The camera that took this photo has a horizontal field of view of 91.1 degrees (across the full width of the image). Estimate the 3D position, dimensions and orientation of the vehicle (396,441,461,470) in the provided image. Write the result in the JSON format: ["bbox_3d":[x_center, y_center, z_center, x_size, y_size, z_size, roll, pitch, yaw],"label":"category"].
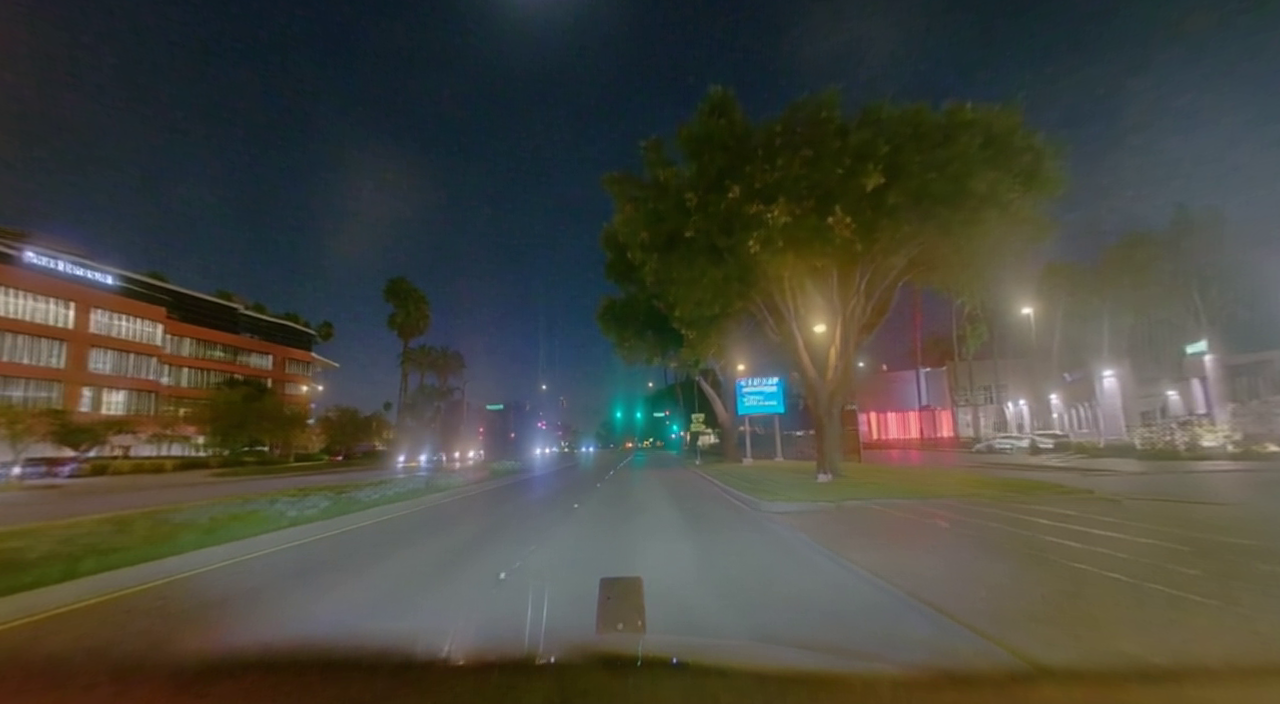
[{"bbox_3d":[-12.050,5.911,36.148,2.078,1.532,4.627,0,-8,1],"label":"vehicle"}]

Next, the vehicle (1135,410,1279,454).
[{"bbox_3d":[25.079,3.497,27.372,5.117,1.813,2.052,0,-8,0],"label":"vehicle"}]

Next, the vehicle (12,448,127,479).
[{"bbox_3d":[-29.803,5.821,32.873,4.133,1.501,1.876,0,-8,0],"label":"vehicle"}]

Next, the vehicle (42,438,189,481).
[{"bbox_3d":[-29.727,6.080,35.732,6.383,1.887,2.223,-4,-9,0],"label":"vehicle"}]

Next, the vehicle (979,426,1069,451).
[{"bbox_3d":[25.339,5.714,41.515,4.649,1.611,1.945,0,-8,-1],"label":"vehicle"}]
